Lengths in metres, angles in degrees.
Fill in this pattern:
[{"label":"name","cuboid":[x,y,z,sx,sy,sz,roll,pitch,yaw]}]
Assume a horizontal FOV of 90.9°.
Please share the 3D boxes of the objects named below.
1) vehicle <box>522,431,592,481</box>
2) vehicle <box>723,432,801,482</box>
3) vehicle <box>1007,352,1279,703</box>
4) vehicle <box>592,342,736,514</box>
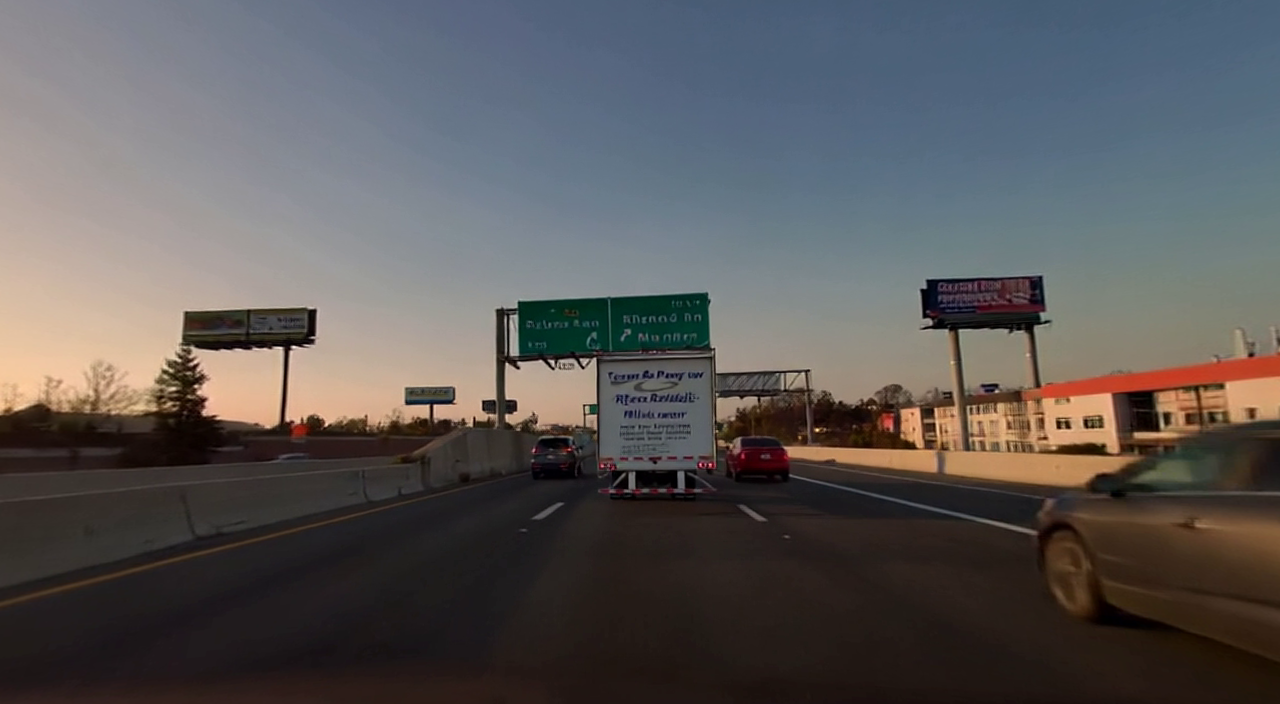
[{"label":"vehicle","cuboid":[-3.140,4.054,24.902,2.030,1.757,4.509,-1,-8,2]},{"label":"vehicle","cuboid":[4.440,3.894,23.709,2.066,1.692,4.339,0,-8,0]},{"label":"vehicle","cuboid":[3.944,0.850,2.826,1.986,1.718,4.296,0,-8,0]},{"label":"vehicle","cuboid":[0.542,2.048,16.470,2.733,3.296,8.571,0,-8,1]}]
